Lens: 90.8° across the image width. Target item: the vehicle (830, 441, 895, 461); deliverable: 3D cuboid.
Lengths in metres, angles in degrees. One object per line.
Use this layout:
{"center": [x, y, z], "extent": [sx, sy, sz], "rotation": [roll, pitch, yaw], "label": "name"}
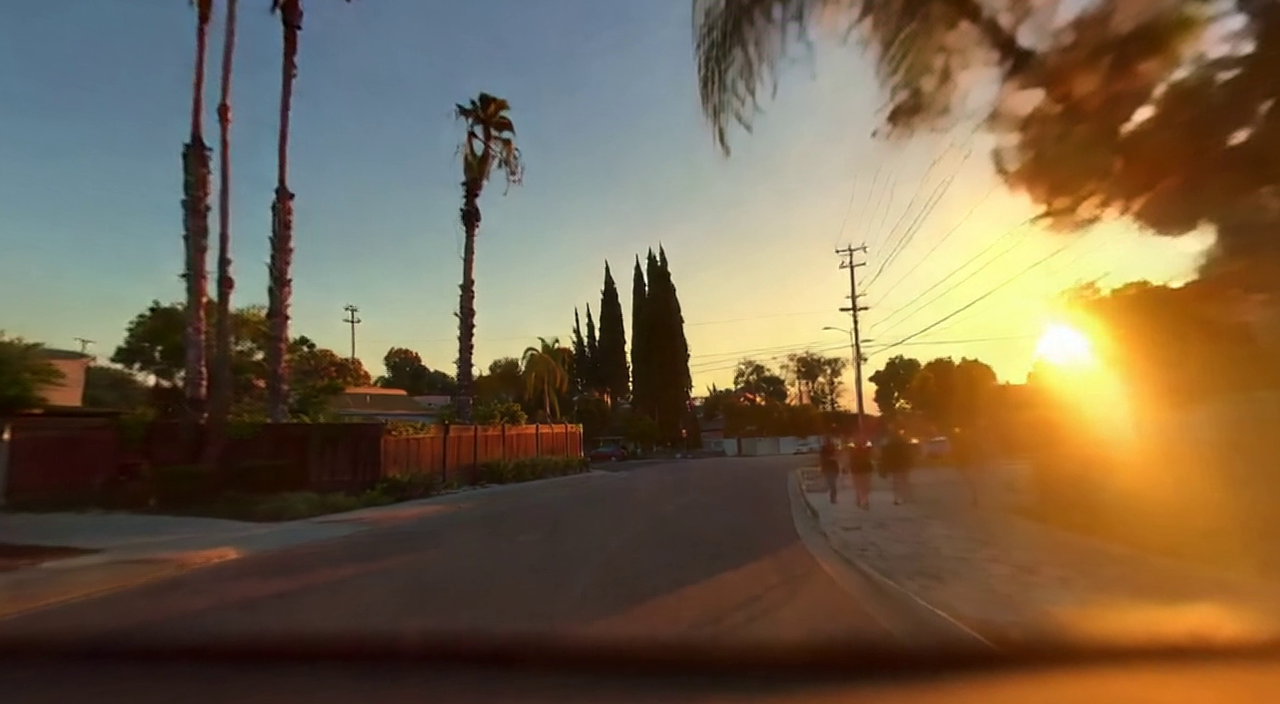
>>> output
{"center": [17.100, 7.642, 48.510], "extent": [4.531, 1.447, 1.814], "rotation": [-4, -11, 24], "label": "vehicle"}
